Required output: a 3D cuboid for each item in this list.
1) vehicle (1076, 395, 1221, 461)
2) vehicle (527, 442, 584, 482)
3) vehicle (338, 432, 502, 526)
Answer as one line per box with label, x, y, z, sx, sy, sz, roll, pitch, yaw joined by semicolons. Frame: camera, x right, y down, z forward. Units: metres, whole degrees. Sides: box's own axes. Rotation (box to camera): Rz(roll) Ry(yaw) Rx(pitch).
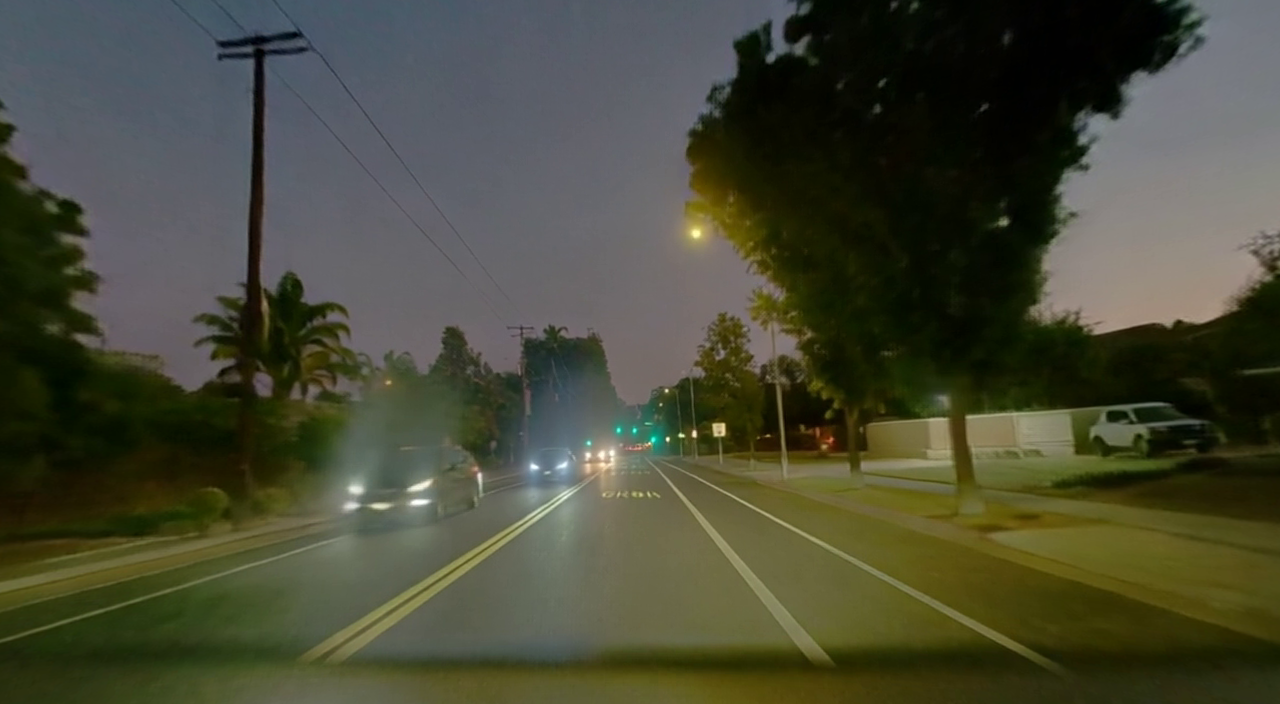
vehicle;16.995;2.668;21.503;2.068;1.963;5.037;-3;-9;18
vehicle;-3.779;5.018;29.129;2.090;1.689;4.232;0;-9;-1
vehicle;-5.010;2.952;15.392;2.059;1.840;5.317;0;-9;0
